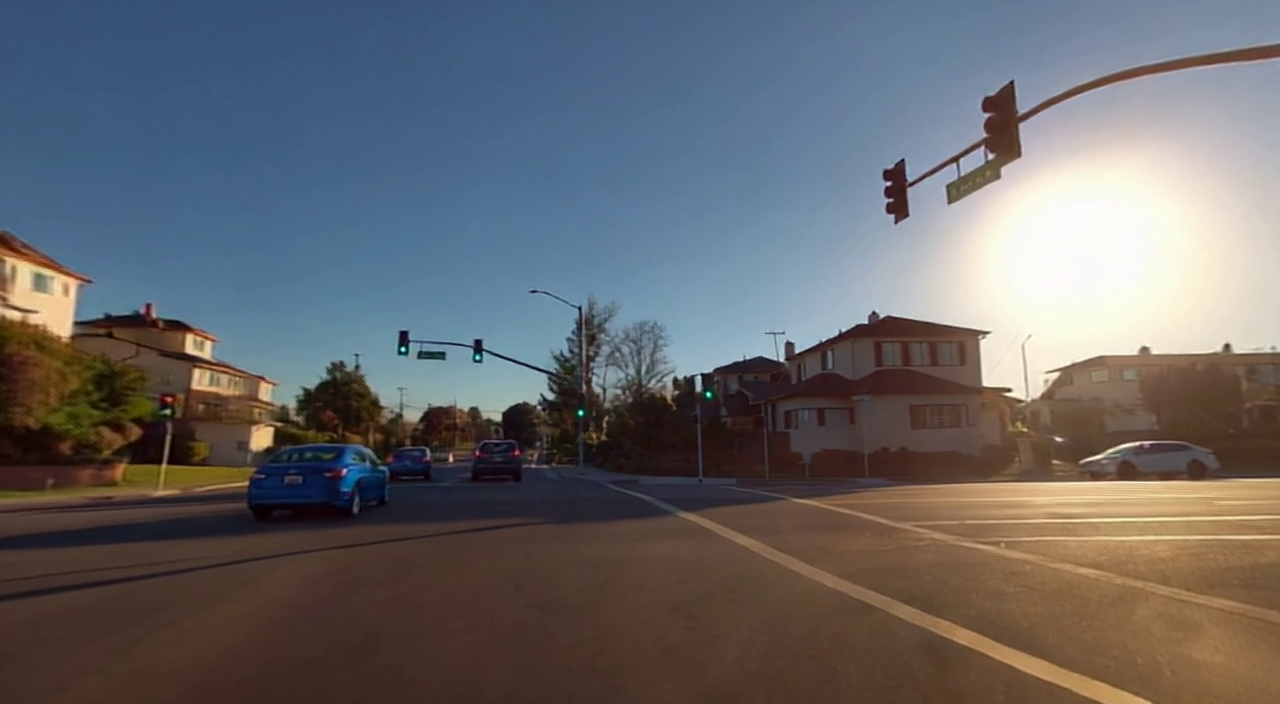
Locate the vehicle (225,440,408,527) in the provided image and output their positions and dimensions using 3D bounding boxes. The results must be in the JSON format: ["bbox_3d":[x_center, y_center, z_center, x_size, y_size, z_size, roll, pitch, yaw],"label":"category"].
[{"bbox_3d":[-6.541,2.646,13.476,1.977,1.488,4.741,1,-8,-8],"label":"vehicle"}]

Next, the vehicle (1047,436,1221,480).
[{"bbox_3d":[17.001,3.679,21.946,4.353,1.431,1.876,-1,-8,4],"label":"vehicle"}]

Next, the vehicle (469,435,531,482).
[{"bbox_3d":[-6.031,4.616,27.735,2.396,1.881,4.606,1,-9,-10],"label":"vehicle"}]

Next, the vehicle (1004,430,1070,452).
[{"bbox_3d":[27.634,6.227,44.175,1.905,1.483,4.322,-1,-8,2],"label":"vehicle"}]

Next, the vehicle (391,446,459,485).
[{"bbox_3d":[-8.895,4.687,26.492,1.934,1.459,4.368,1,-8,-9],"label":"vehicle"}]
